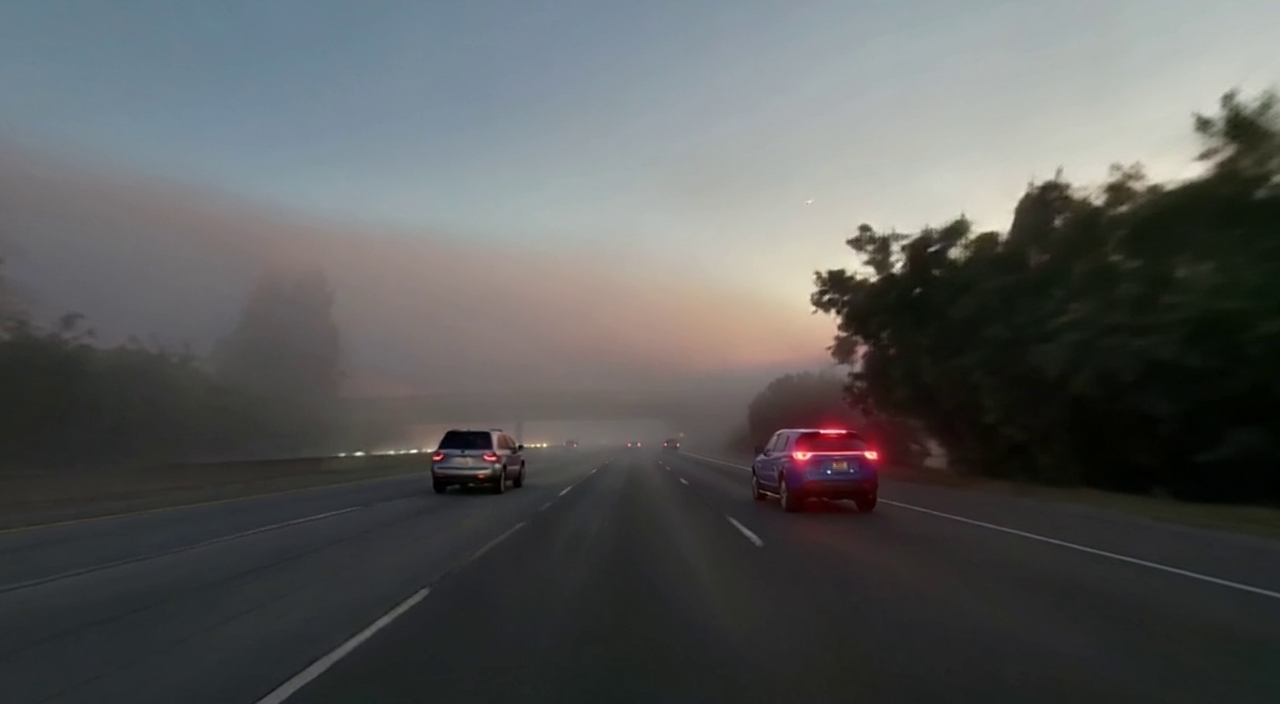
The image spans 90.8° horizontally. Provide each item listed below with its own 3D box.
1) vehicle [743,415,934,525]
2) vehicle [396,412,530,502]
[{"bbox_3d":[3.555,2.222,12.426,2.185,1.749,4.477,0,-8,-2],"label":"vehicle"},{"bbox_3d":[-4.176,2.573,15.809,2.018,1.872,4.728,0,-8,-1],"label":"vehicle"}]
